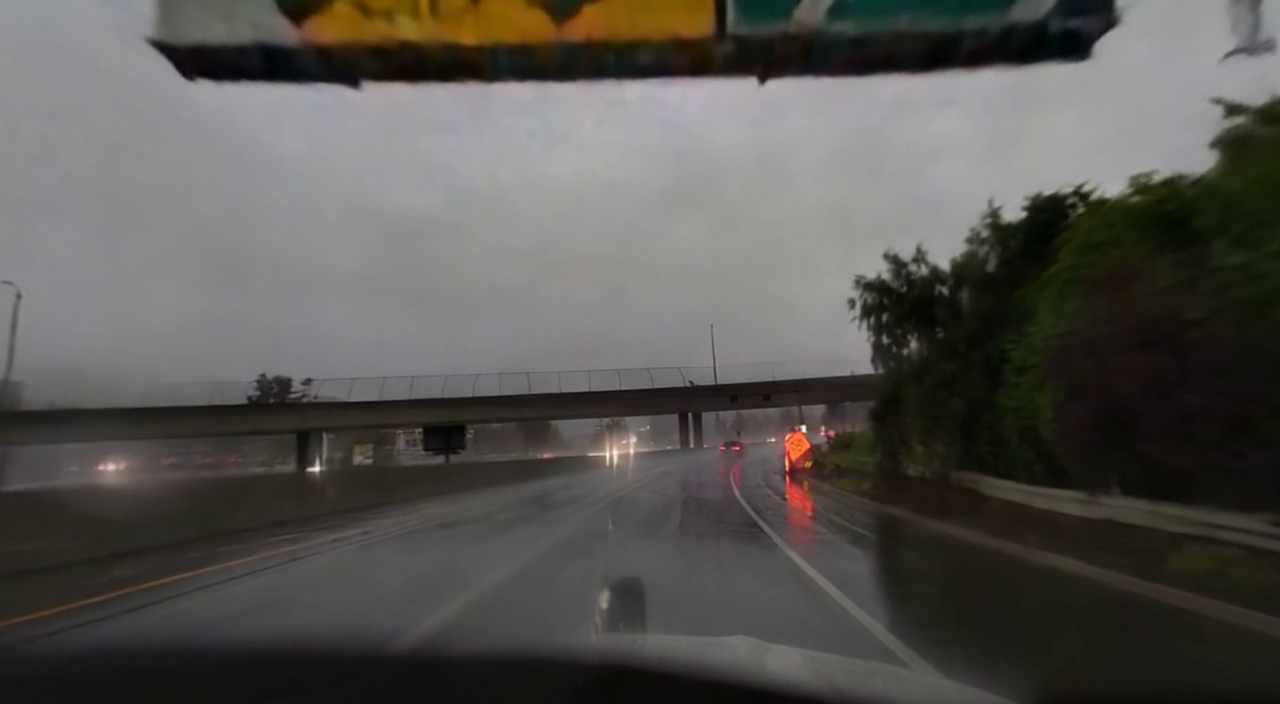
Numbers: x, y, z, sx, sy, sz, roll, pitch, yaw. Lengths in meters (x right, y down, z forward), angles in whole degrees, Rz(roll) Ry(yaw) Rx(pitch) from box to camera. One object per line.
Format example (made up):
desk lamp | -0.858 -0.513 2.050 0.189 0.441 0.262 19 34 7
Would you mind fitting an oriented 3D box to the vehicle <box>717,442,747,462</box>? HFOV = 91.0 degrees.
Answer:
vehicle | 7.335 7.904 49.947 1.985 1.511 4.012 -2 -9 13
